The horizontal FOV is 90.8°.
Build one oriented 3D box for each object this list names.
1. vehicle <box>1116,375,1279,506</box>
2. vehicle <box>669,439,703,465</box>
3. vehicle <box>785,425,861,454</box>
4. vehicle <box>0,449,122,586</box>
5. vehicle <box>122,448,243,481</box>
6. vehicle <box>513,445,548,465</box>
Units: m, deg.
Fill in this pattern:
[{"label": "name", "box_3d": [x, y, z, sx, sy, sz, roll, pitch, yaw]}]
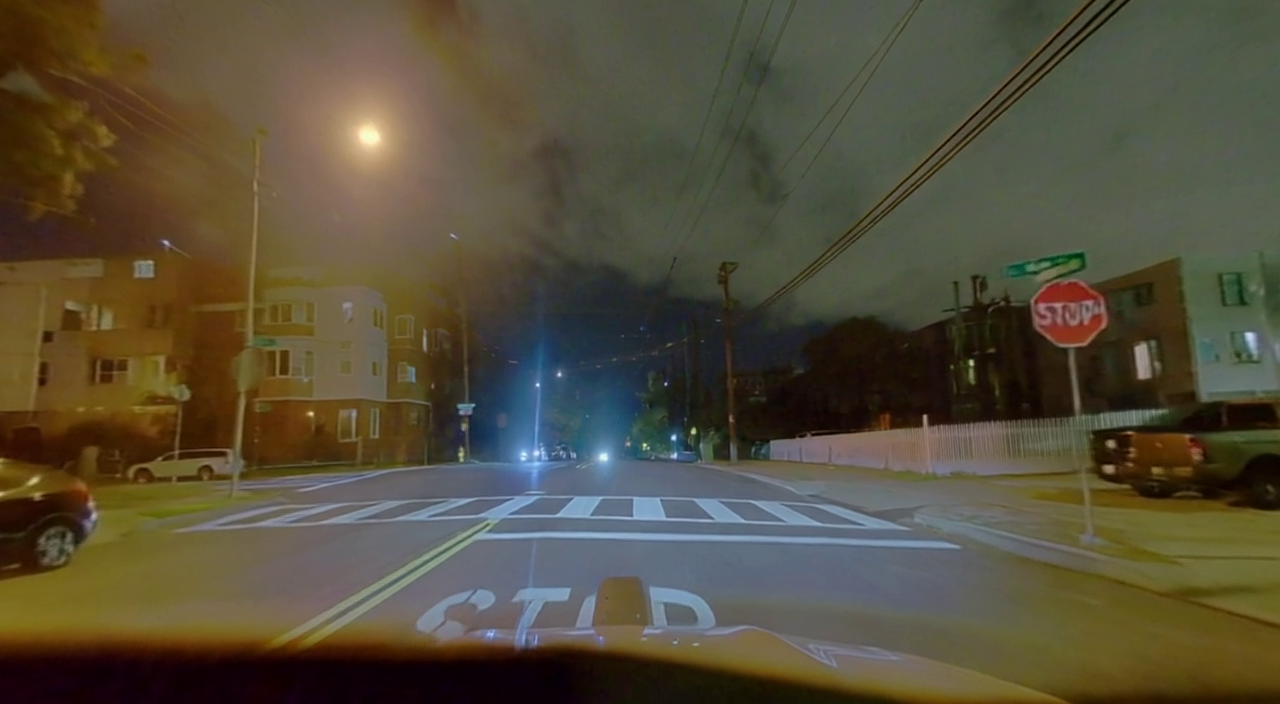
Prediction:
[{"label": "vehicle", "box_3d": [10.988, 1.412, 10.201, 4.911, 1.871, 2.063, 0, -8, -3]}, {"label": "vehicle", "box_3d": [3.265, 7.207, 45.520, 1.993, 1.755, 4.256, 0, -8, -2]}, {"label": "vehicle", "box_3d": [11.294, 5.410, 38.912, 4.509, 1.664, 1.981, 6, -10, -34]}, {"label": "vehicle", "box_3d": [-8.109, 1.762, 6.291, 2.018, 1.493, 4.693, -1, -8, -2]}, {"label": "vehicle", "box_3d": [-22.228, 5.466, 30.823, 4.424, 1.486, 1.814, 0, -8, -2]}, {"label": "vehicle", "box_3d": [-8.515, 8.065, 49.561, 2.066, 1.472, 4.353, 0, -8, -1]}]
